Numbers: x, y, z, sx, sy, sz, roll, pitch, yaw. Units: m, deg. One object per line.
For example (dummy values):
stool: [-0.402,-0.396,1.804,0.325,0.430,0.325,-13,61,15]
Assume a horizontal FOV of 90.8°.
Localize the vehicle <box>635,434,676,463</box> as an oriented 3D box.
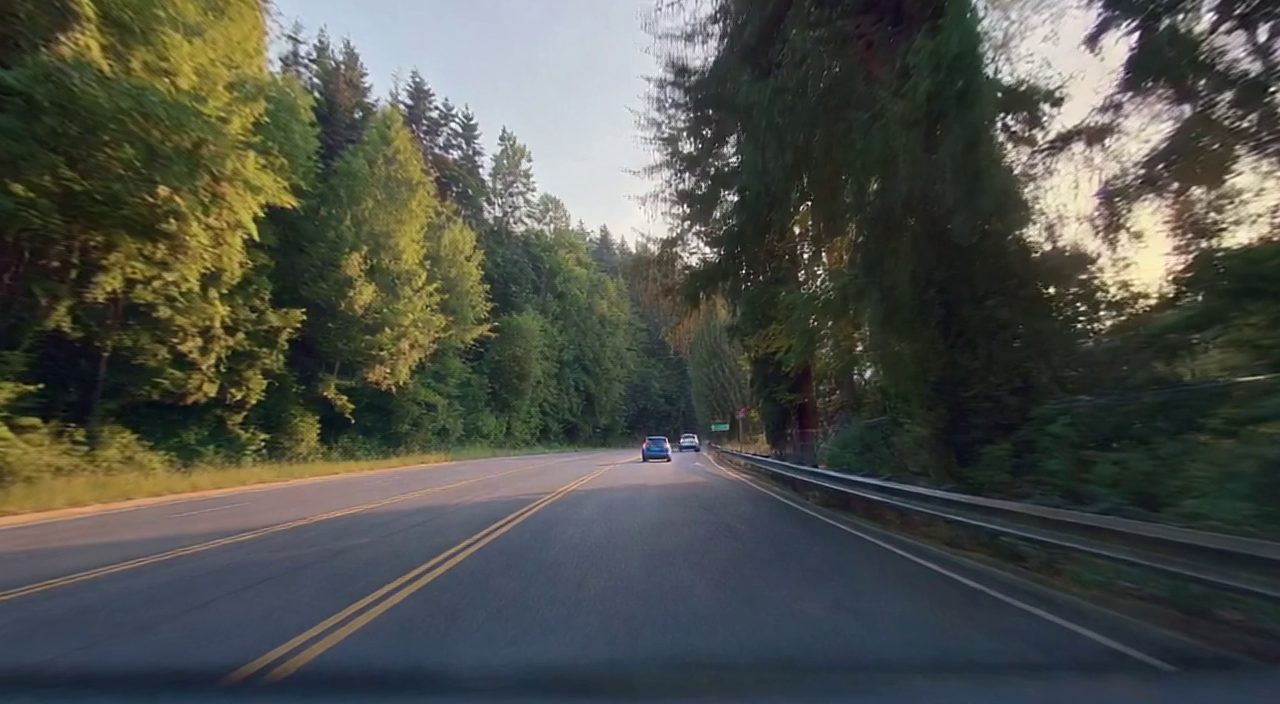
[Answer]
vehicle: [0.989,5.901,38.669,2.294,1.708,4.110,-1,-8,4]
